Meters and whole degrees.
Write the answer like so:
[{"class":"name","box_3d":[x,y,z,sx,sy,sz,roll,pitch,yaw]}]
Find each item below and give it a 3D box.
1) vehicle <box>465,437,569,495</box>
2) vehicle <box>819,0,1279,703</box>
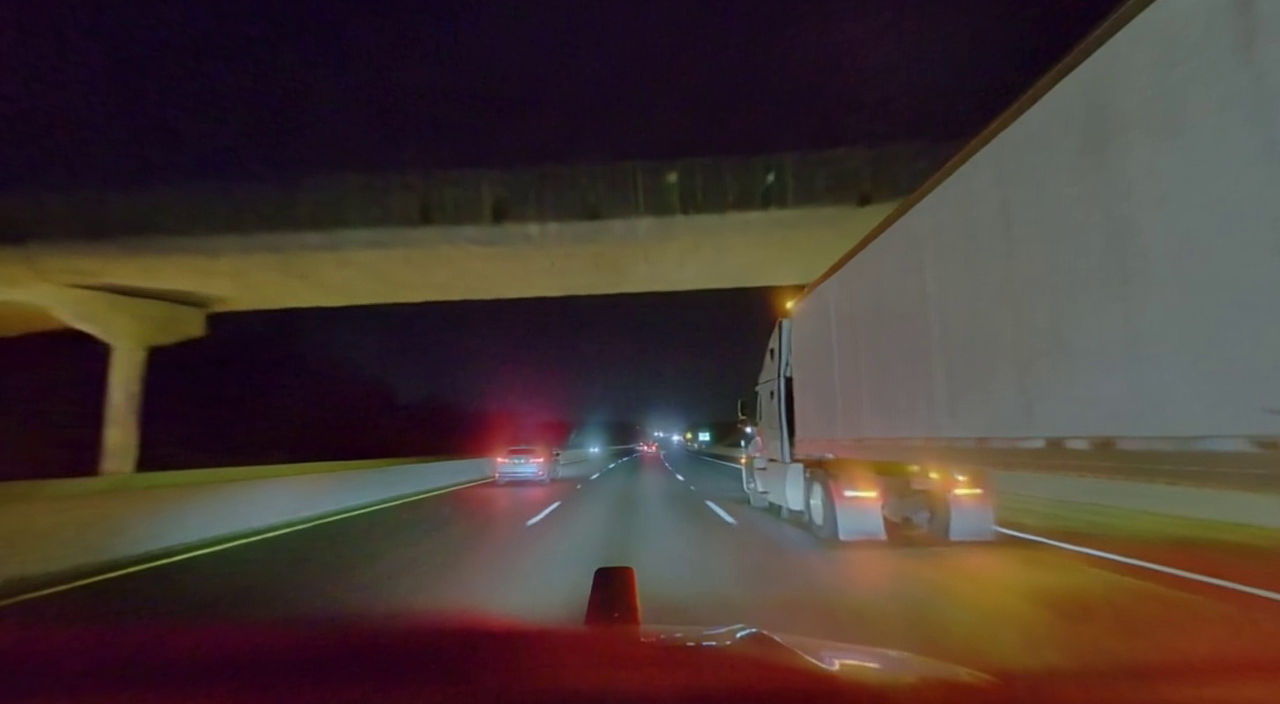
[{"class":"vehicle","box_3d":[-3.612,3.433,19.437,2.276,1.551,4.484,0,-8,0]},{"class":"vehicle","box_3d":[3.826,-0.251,1.359,3.306,3.531,11.717,0,-8,-1]}]
